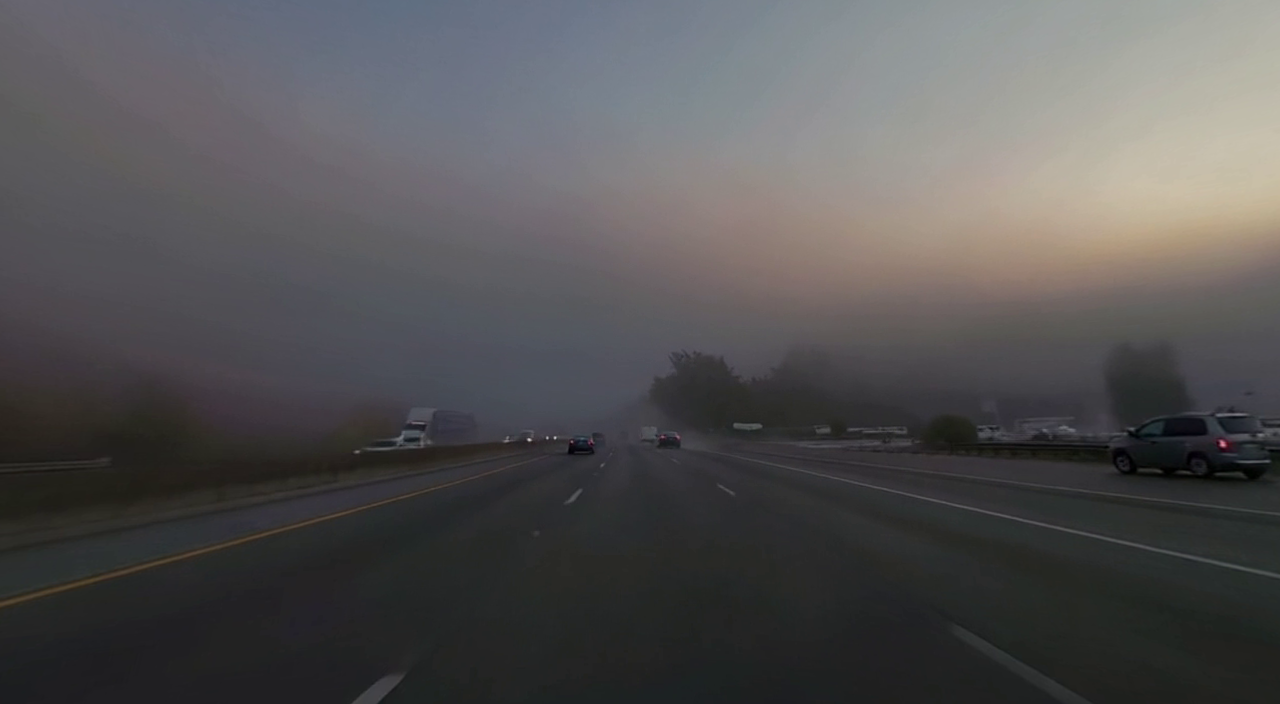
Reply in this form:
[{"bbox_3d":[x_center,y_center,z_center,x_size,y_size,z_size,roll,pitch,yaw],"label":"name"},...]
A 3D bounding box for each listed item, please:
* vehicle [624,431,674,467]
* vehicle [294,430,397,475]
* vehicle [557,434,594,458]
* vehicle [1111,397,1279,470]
[{"bbox_3d":[0.354,4.423,28.953,2.086,1.554,3.875,0,-8,-2],"label":"vehicle"},{"bbox_3d":[-11.925,4.098,25.958,2.083,1.640,4.552,0,-8,-1],"label":"vehicle"},{"bbox_3d":[-4.090,6.032,40.496,2.014,1.471,4.380,0,-8,-1],"label":"vehicle"},{"bbox_3d":[22.325,3.290,25.138,2.232,2.540,6.015,0,-8,-1],"label":"vehicle"}]
